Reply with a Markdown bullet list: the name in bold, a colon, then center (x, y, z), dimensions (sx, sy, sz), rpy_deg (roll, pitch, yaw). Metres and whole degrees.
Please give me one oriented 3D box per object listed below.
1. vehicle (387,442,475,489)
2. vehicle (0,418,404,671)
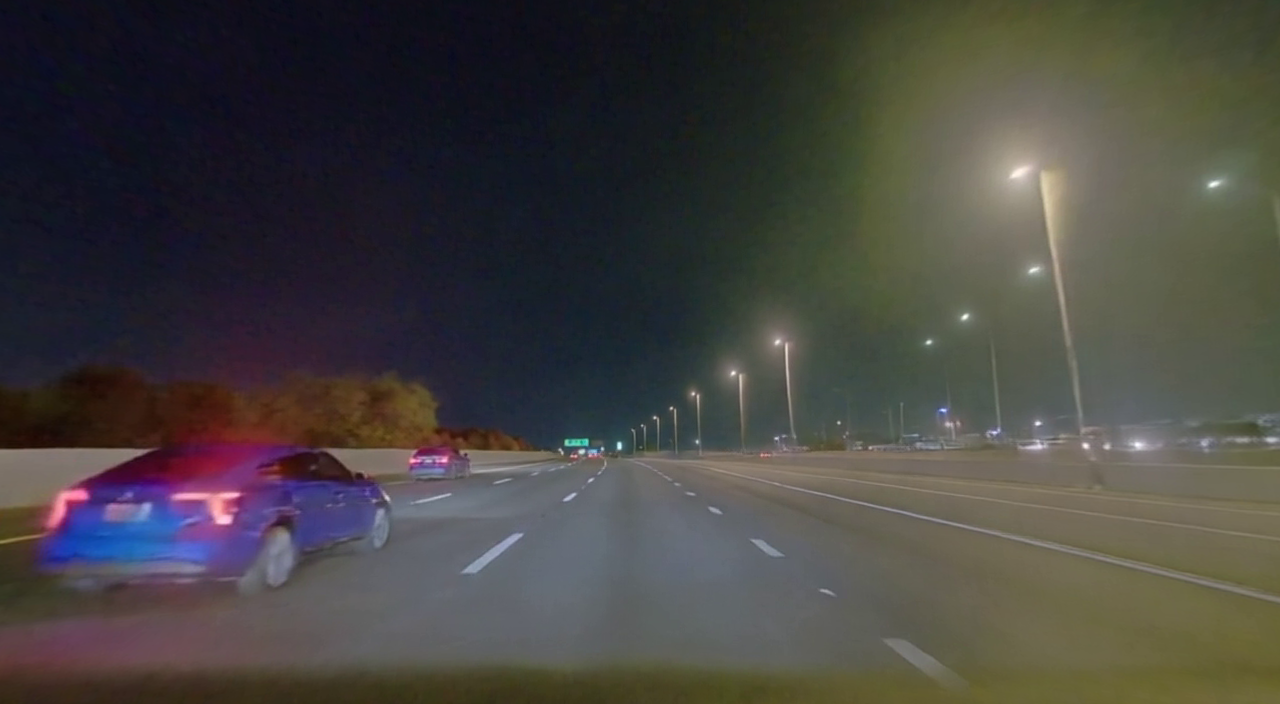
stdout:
- **vehicle**: center (-7.688, 4.210, 23.739), dimensions (1.924, 1.601, 4.115), rpy_deg (0, -9, -1)
- **vehicle**: center (-4.120, 1.488, 6.022), dimensions (2.050, 1.507, 4.316), rpy_deg (0, -9, 0)
